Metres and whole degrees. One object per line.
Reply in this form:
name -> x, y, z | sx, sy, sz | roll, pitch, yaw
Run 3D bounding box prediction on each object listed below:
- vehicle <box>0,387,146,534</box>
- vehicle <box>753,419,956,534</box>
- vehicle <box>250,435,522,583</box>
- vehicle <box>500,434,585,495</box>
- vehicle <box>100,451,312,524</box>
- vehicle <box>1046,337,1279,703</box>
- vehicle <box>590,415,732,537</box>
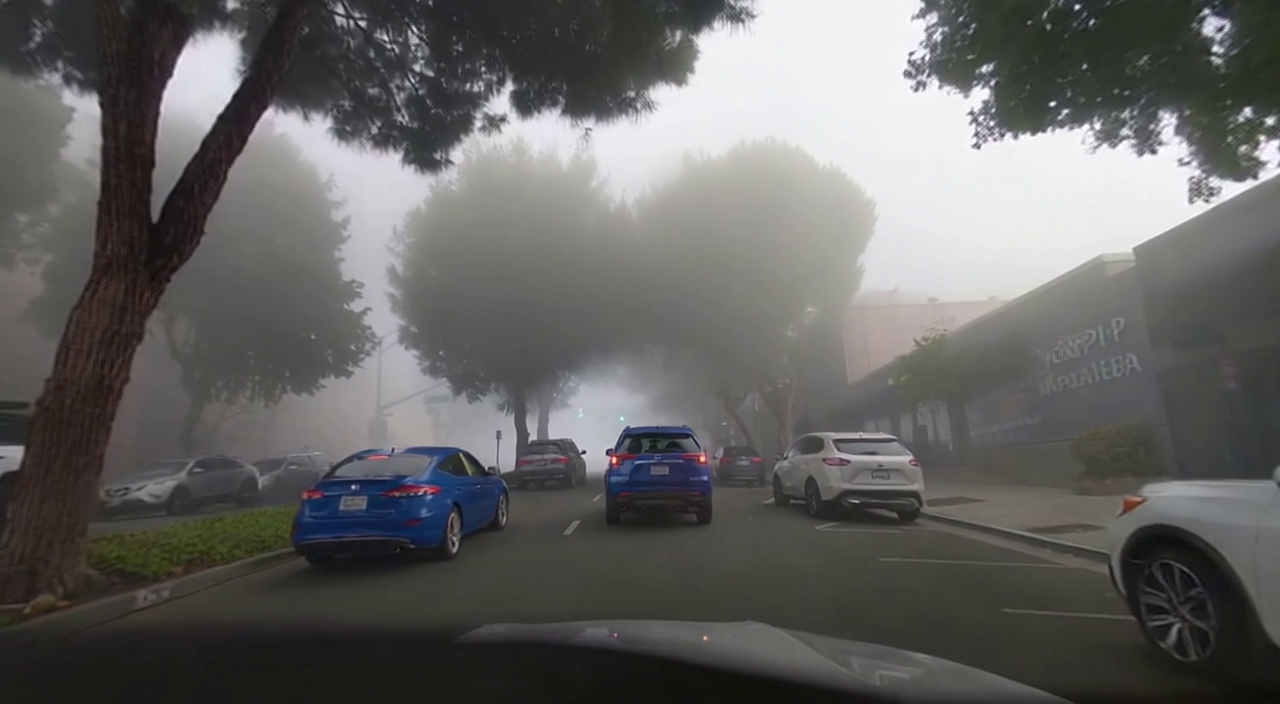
vehicle -> -14.444, 2.112, 11.901 | 2.646, 2.977, 9.228 | -1, -7, 1
vehicle -> 4.061, 2.481, 13.339 | 2.038, 1.865, 5.786 | 0, -8, -2
vehicle -> -2.988, 1.914, 8.583 | 1.908, 1.474, 4.257 | 0, -8, 0
vehicle -> -3.125, 3.729, 21.280 | 2.135, 1.806, 4.514 | 0, -8, 0
vehicle -> -10.671, 3.321, 16.088 | 2.041, 1.500, 4.684 | -1, -8, 1
vehicle -> 4.057, 0.734, 2.081 | 1.987, 1.877, 5.330 | 0, -8, 2
vehicle -> 0.297, 2.114, 11.292 | 2.075, 1.770, 4.018 | 0, -8, 0
